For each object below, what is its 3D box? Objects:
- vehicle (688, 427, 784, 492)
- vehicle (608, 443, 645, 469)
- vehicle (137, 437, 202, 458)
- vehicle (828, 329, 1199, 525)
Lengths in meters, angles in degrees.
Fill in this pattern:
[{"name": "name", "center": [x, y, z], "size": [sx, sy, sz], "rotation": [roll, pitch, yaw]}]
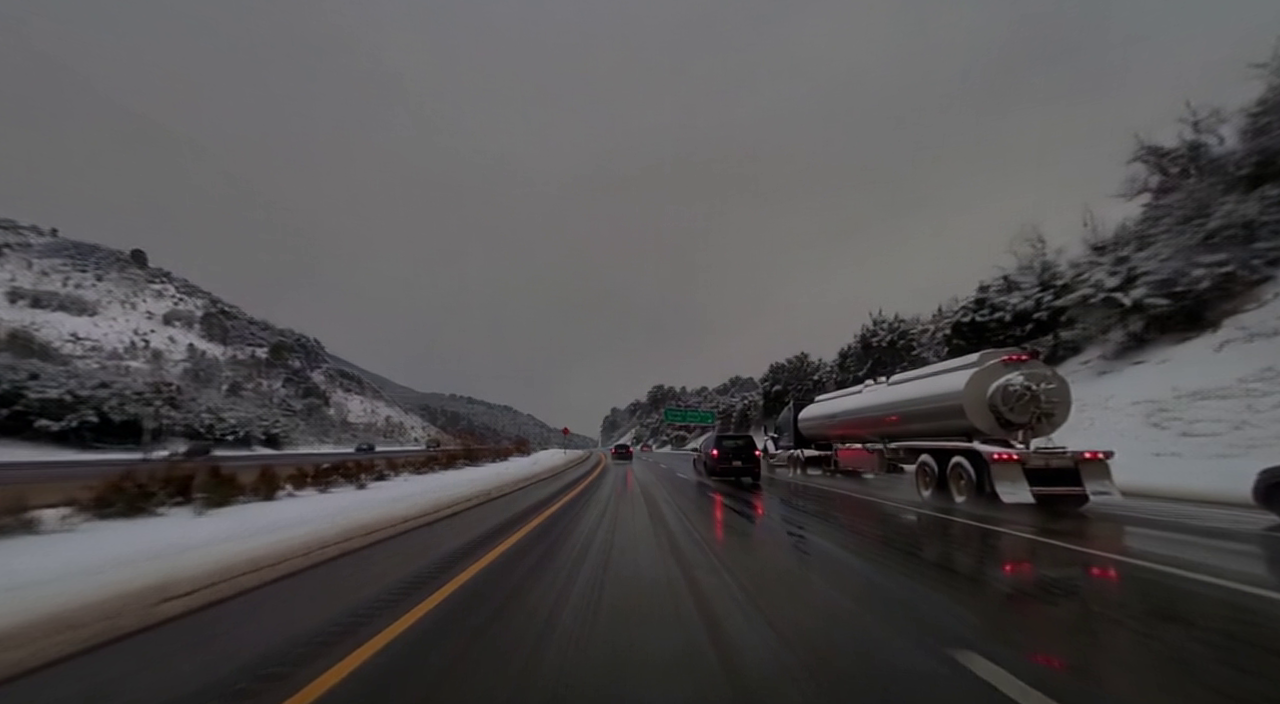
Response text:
[{"name": "vehicle", "center": [2.862, 3.350, 19.989], "size": [2.098, 1.794, 4.561], "rotation": [0, -9, -3]}, {"name": "vehicle", "center": [-0.861, 6.157, 37.580], "size": [2.083, 1.477, 3.965], "rotation": [0, -9, -2]}, {"name": "vehicle", "center": [-36.271, 7.389, 48.842], "size": [1.733, 1.482, 4.491], "rotation": [1, -9, -3]}, {"name": "vehicle", "center": [7.552, 1.933, 15.341], "size": [2.805, 3.212, 9.978], "rotation": [0, -9, -1]}]
